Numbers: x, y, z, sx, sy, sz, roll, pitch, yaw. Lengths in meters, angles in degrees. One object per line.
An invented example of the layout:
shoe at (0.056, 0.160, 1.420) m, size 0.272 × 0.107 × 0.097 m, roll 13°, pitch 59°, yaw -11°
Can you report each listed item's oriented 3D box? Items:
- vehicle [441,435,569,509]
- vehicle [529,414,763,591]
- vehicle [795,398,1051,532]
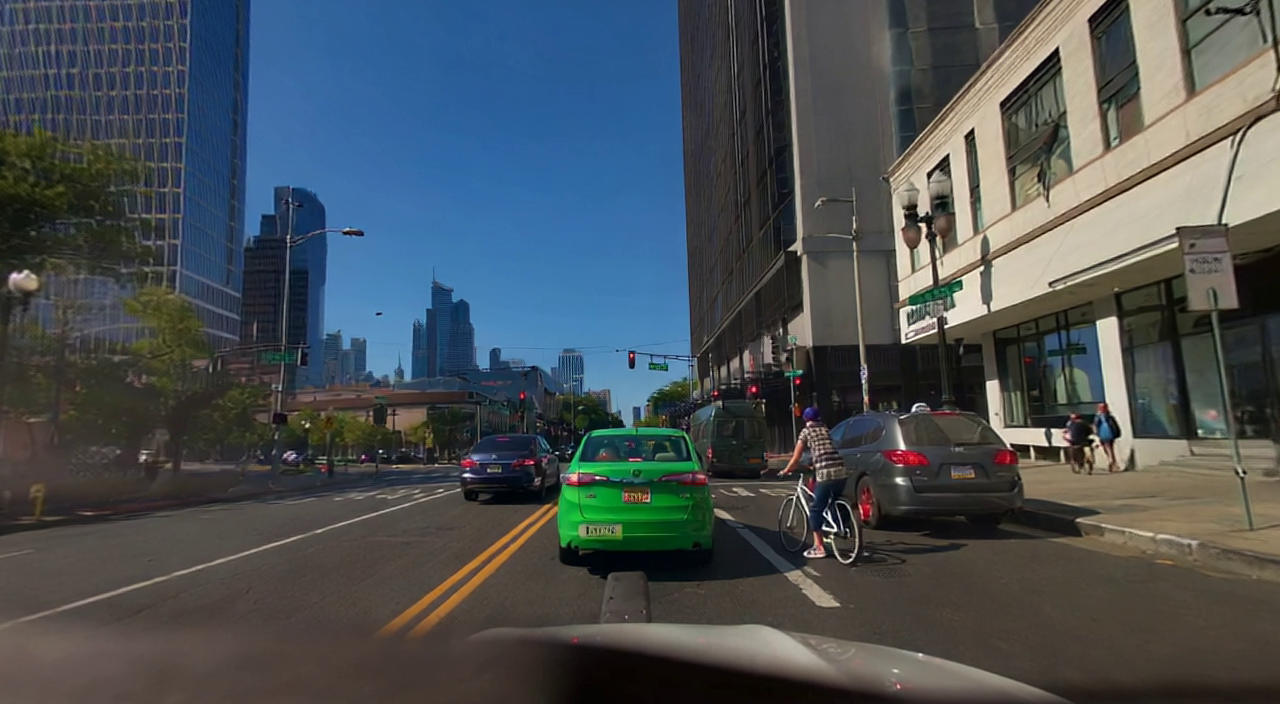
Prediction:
vehicle at (-2.953, 2.745, 14.874) m, size 2.039 × 1.452 × 4.489 m, roll 0°, pitch -9°, yaw 0°
vehicle at (0.039, 1.653, 7.713) m, size 2.091 × 1.557 × 4.000 m, roll 0°, pitch -9°, yaw 0°
vehicle at (4.510, 1.917, 11.145) m, size 2.142 × 1.829 × 4.767 m, roll 0°, pitch -9°, yaw -2°
